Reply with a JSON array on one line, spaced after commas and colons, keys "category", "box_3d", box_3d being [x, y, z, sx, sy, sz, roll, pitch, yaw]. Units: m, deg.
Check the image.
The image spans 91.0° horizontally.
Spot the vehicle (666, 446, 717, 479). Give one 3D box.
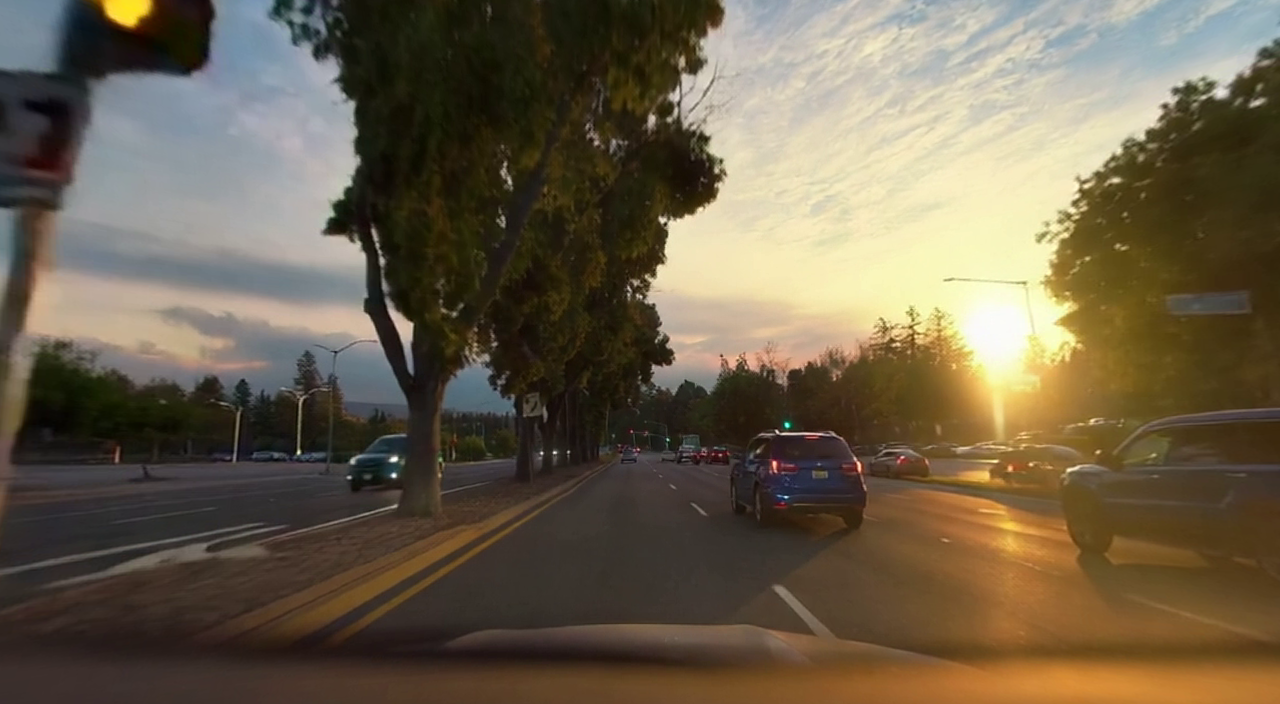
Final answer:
[{"category": "vehicle", "box_3d": [2.437, 5.342, 30.845, 1.980, 1.484, 4.093, 0, -8, -2]}]

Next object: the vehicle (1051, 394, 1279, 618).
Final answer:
[{"category": "vehicle", "box_3d": [6.282, 1.309, 5.477, 2.153, 1.811, 4.595, 0, -8, -2]}]

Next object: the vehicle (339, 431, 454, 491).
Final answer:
[{"category": "vehicle", "box_3d": [-9.240, 4.173, 24.524, 2.215, 2.062, 5.360, 0, -8, 1]}]

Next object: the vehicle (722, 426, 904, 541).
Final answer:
[{"category": "vehicle", "box_3d": [2.874, 2.289, 11.579, 2.075, 1.698, 4.142, 0, -8, -1]}]
